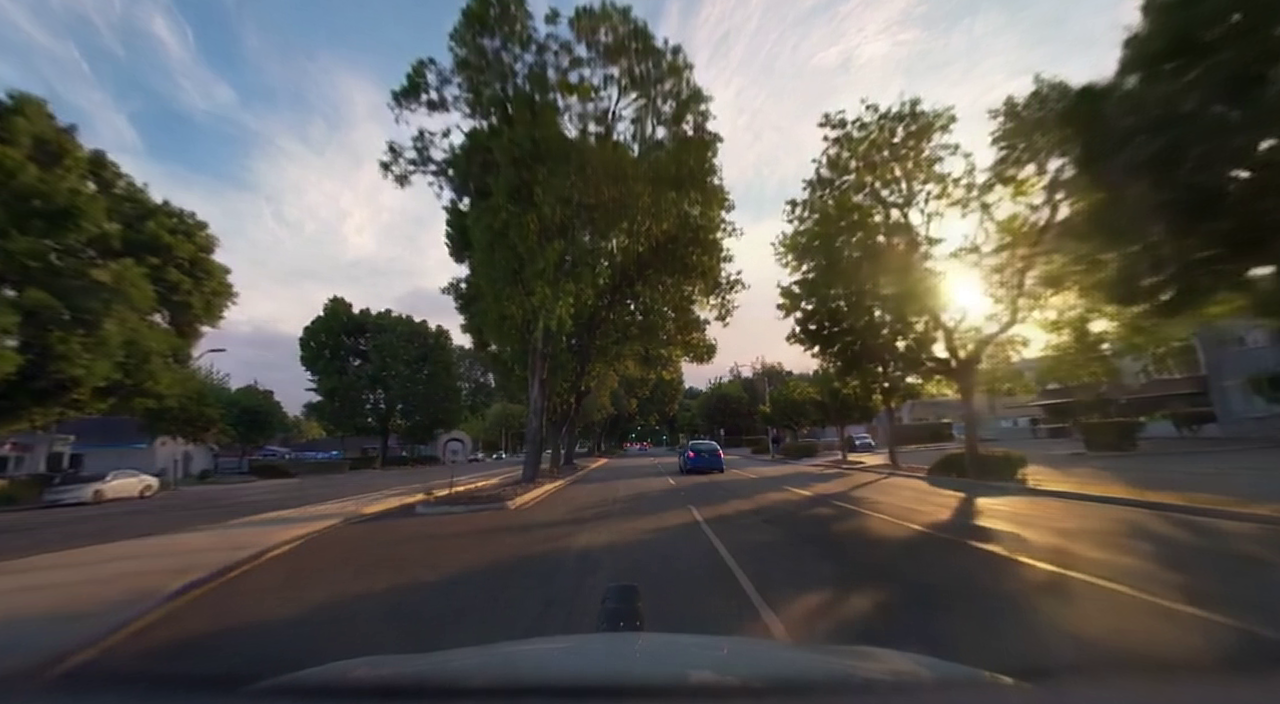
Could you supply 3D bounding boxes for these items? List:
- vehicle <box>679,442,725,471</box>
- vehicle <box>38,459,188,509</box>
[{"bbox_3d":[3.159,5.454,33.200,1.929,1.411,4.284,0,-8,-1],"label":"vehicle"},{"bbox_3d":[-19.677,4.906,23.884,1.949,1.610,4.279,0,-8,0],"label":"vehicle"}]
